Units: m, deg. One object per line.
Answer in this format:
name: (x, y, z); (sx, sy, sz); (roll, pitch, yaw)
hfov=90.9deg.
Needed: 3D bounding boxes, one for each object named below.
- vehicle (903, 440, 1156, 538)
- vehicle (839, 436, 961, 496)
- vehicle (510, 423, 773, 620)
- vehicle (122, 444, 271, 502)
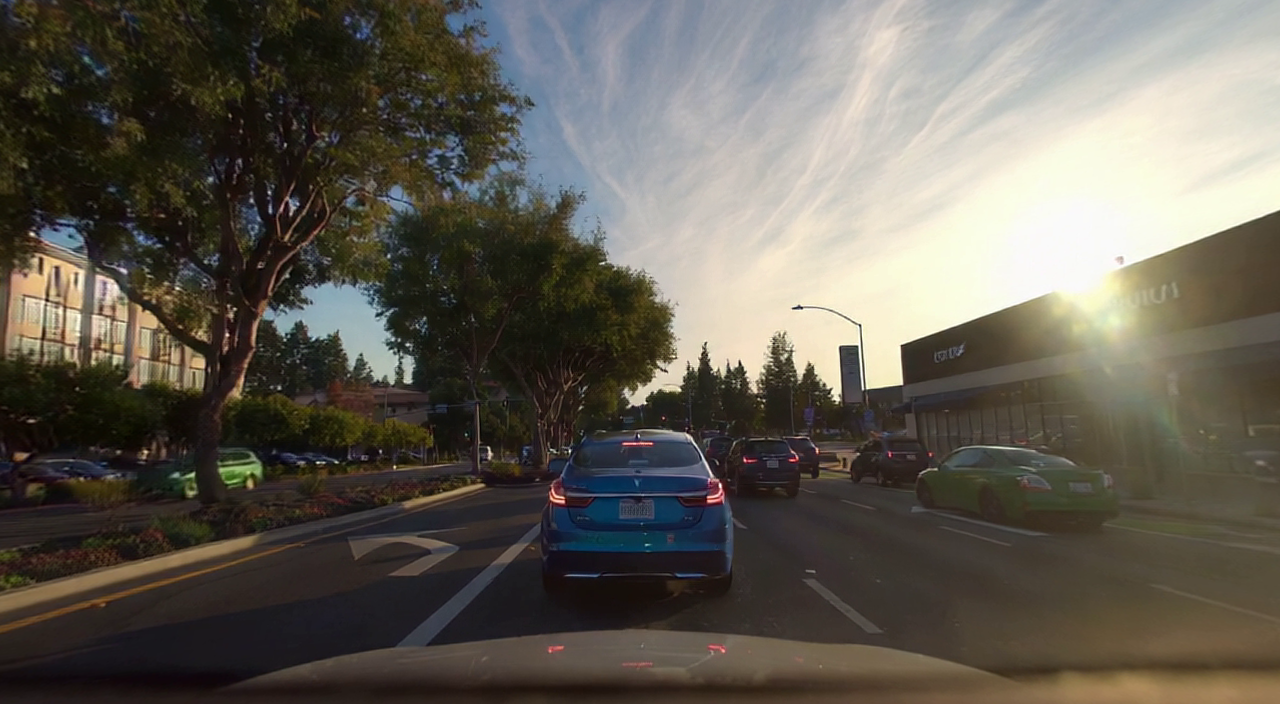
vehicle: (6.837, 2.401, 11.794); (1.911, 1.468, 4.417); (0, -8, 0)
vehicle: (7.919, 3.484, 19.751); (1.963, 1.637, 4.527); (0, -8, 1)
vehicle: (-0.017, 1.601, 7.009); (1.977, 1.465, 4.376); (0, -8, -1)
vehicle: (-15.034, 4.067, 21.745); (2.163, 1.743, 4.428); (1, -8, -5)
